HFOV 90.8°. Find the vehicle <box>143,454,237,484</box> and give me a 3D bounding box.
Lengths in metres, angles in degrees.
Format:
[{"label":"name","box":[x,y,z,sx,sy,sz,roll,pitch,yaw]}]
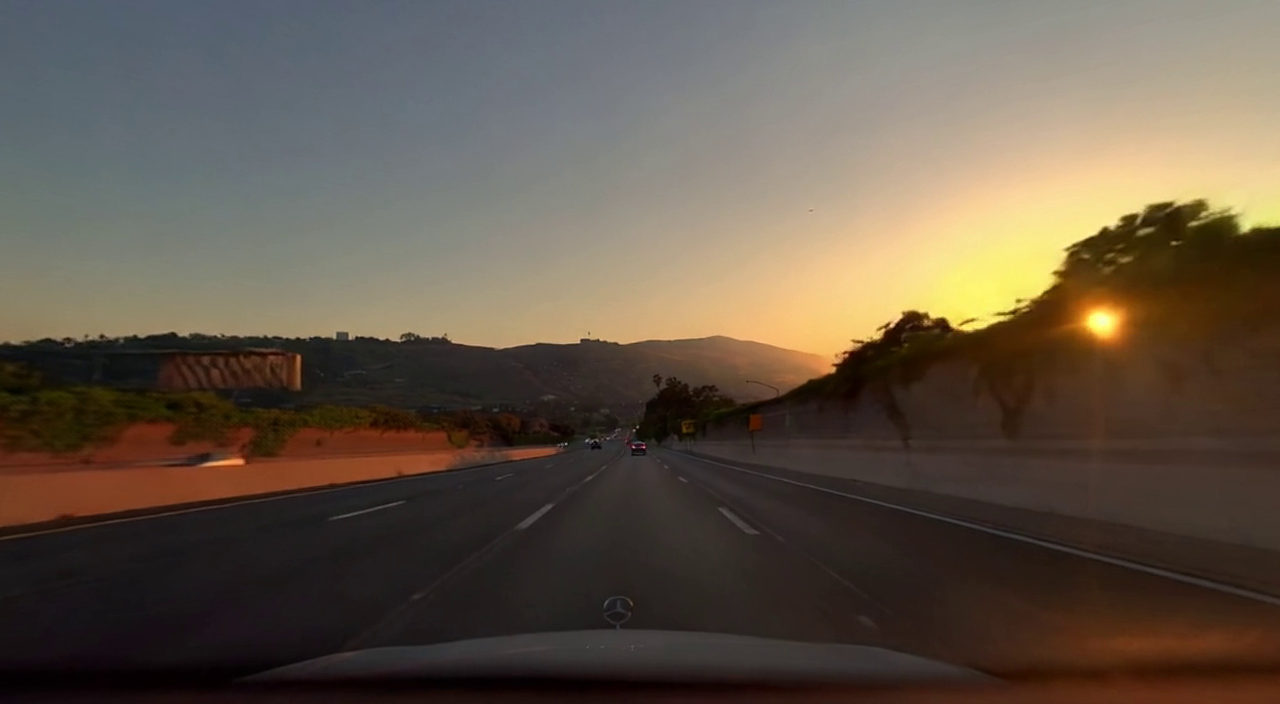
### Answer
[{"label":"vehicle","box":[-25.071,6.507,35.422,1.833,1.487,4.643,0,-8,0]}]
